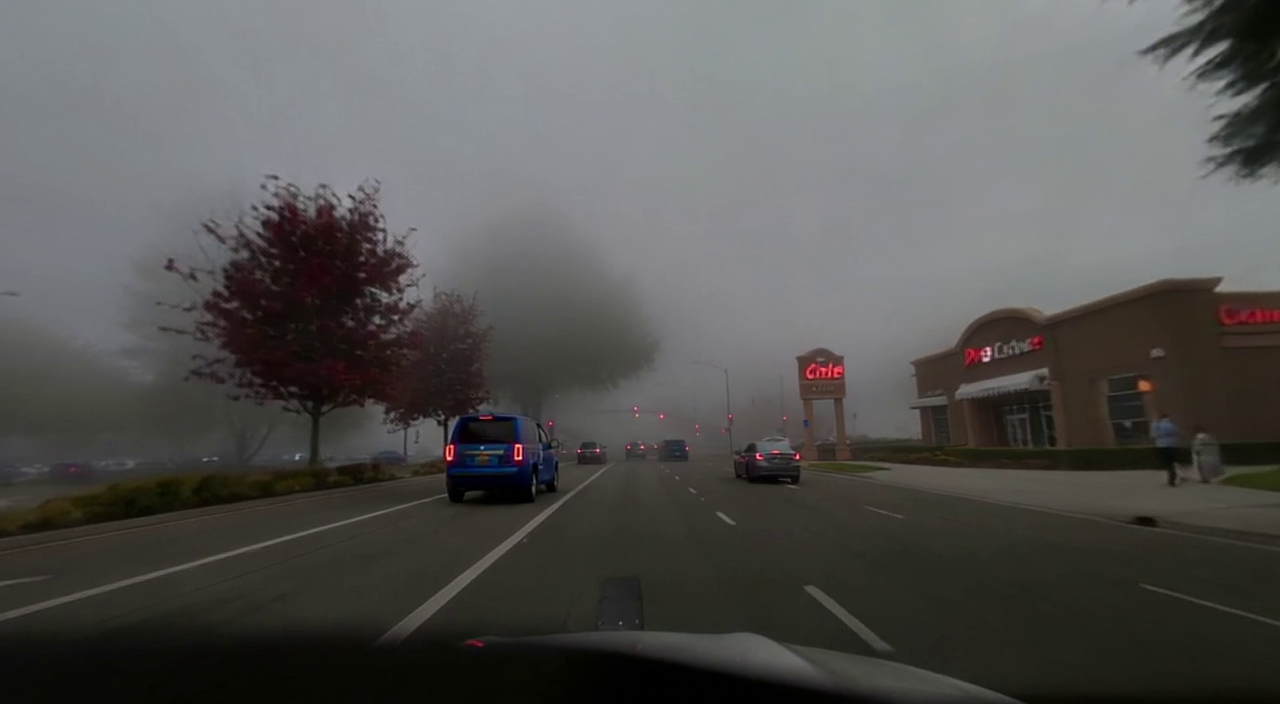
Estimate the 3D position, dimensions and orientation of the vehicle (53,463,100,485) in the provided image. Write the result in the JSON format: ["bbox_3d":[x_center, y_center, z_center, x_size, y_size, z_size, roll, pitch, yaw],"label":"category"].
[{"bbox_3d":[-42.034,9.064,47.100,4.478,1.494,1.934,-8,-11,41],"label":"vehicle"}]

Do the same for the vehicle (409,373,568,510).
[{"bbox_3d":[-3.432,2.265,15.925,2.443,2.784,5.862,0,-9,1],"label":"vehicle"}]

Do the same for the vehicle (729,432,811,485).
[{"bbox_3d":[4.375,3.655,21.990,1.869,1.646,4.166,0,-9,-1],"label":"vehicle"}]

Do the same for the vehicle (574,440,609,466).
[{"bbox_3d":[-3.340,7.068,44.452,2.030,1.724,4.365,0,-9,1],"label":"vehicle"}]
